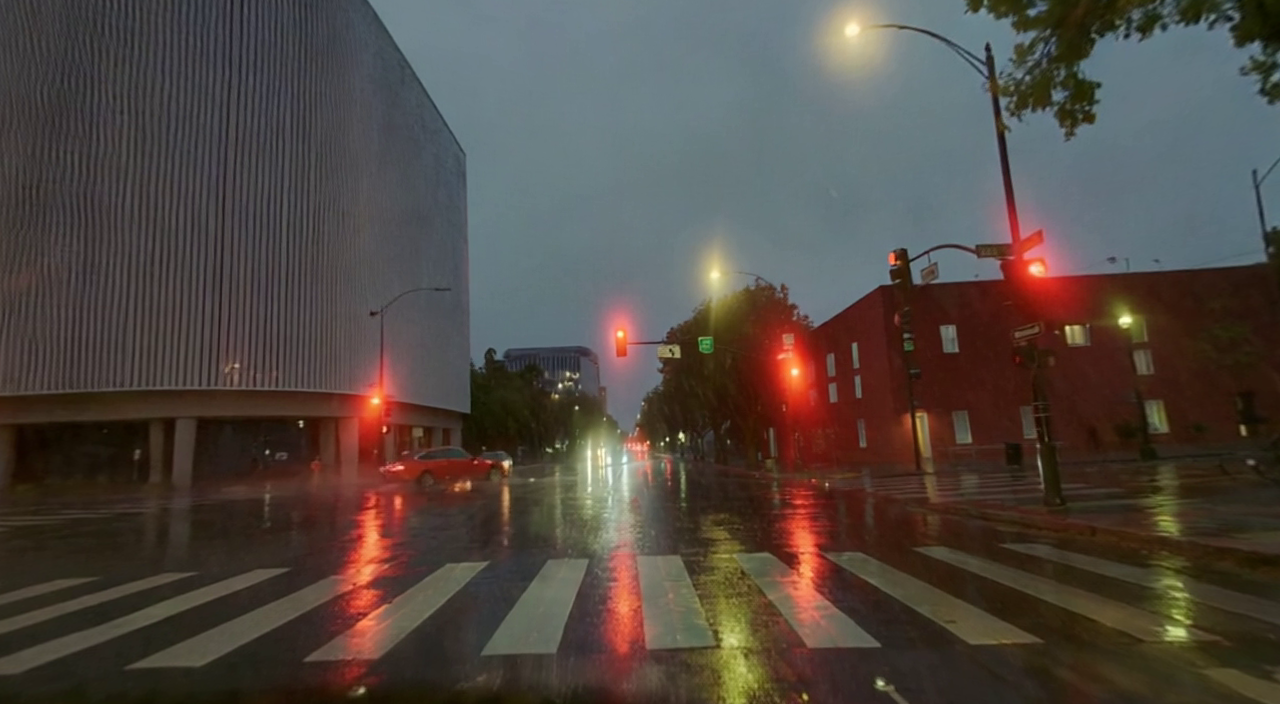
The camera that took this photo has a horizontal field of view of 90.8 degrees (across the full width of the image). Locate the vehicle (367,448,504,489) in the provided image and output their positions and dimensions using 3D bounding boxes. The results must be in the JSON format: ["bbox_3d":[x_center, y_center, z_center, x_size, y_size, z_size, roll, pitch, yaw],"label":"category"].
[{"bbox_3d":[-8.229,4.658,25.697,4.833,1.452,2.088,6,-11,-36],"label":"vehicle"}]
